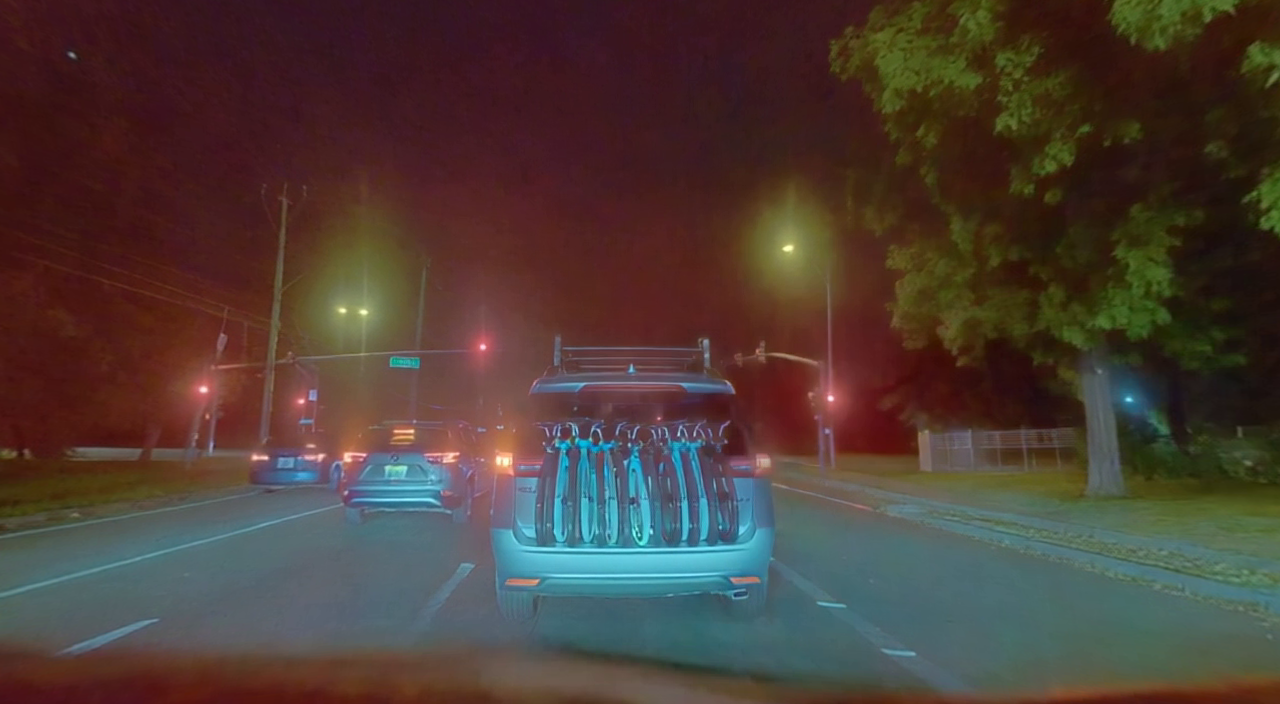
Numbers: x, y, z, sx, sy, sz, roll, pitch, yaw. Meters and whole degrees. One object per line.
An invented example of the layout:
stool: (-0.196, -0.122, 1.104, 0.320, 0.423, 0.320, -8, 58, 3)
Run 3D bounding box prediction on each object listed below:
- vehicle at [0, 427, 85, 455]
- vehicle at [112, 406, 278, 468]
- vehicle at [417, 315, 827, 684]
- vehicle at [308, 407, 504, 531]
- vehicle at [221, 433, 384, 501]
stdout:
vehicle: (-36.368, 5.383, 38.082, 3.926, 1.536, 1.731, 0, -8, -8)
vehicle: (-28.086, 5.423, 40.279, 8.040, 3.335, 3.070, -2, -9, -8)
vehicle: (-0.237, 1.158, 6.001, 2.333, 2.087, 4.586, 0, -8, -4)
vehicle: (-4.176, 2.194, 12.467, 2.337, 1.858, 5.409, 1, -9, -7)
vehicle: (-8.517, 2.929, 16.499, 2.024, 1.511, 4.550, 1, -8, -4)
